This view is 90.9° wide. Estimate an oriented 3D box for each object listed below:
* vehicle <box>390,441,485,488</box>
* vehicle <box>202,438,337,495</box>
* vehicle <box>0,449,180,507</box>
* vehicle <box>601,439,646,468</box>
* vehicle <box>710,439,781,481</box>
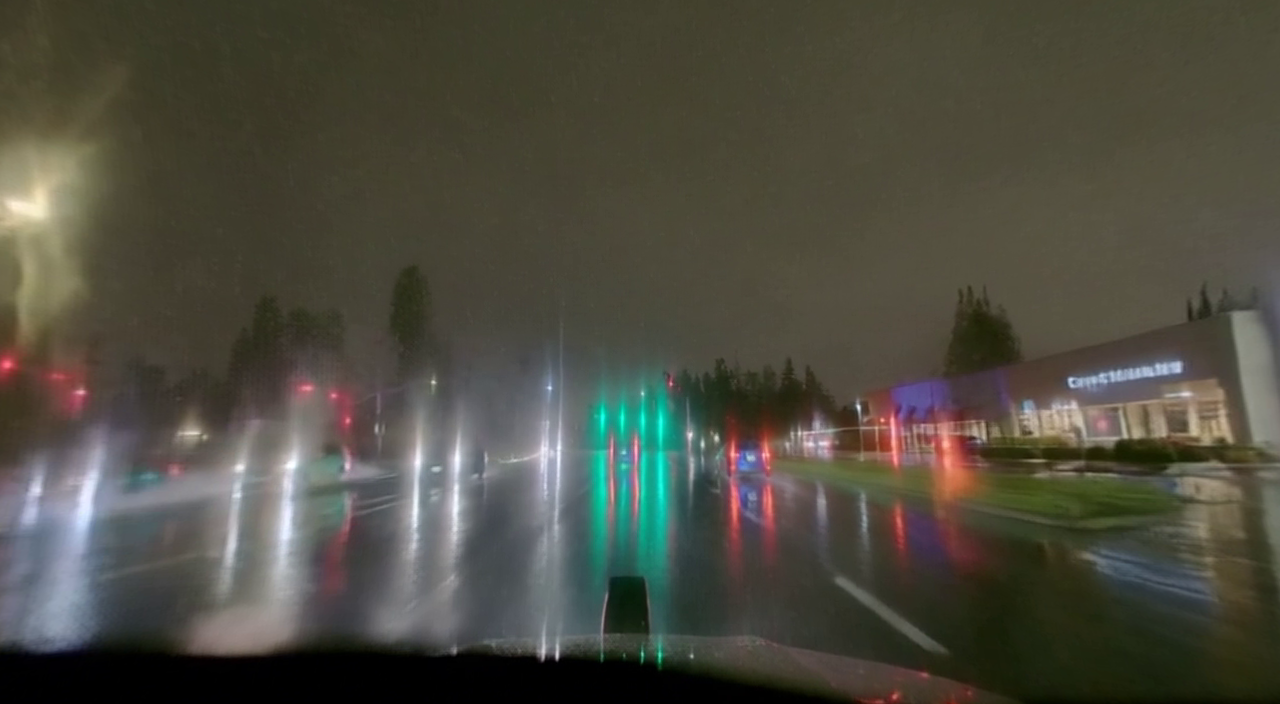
[{"bbox_3d":[-6.810,3.798,21.709,1.993,1.444,3.965,0,-8,-1],"label":"vehicle"},{"bbox_3d":[-12.069,3.719,20.922,1.944,1.662,4.160,0,-8,0],"label":"vehicle"},{"bbox_3d":[-16.190,3.632,18.676,1.841,1.479,4.286,0,-8,1],"label":"vehicle"},{"bbox_3d":[-0.825,5.512,34.441,2.001,1.504,4.212,-1,-8,4],"label":"vehicle"},{"bbox_3d":[4.043,4.214,24.935,1.977,1.474,4.399,0,-8,-1],"label":"vehicle"}]
